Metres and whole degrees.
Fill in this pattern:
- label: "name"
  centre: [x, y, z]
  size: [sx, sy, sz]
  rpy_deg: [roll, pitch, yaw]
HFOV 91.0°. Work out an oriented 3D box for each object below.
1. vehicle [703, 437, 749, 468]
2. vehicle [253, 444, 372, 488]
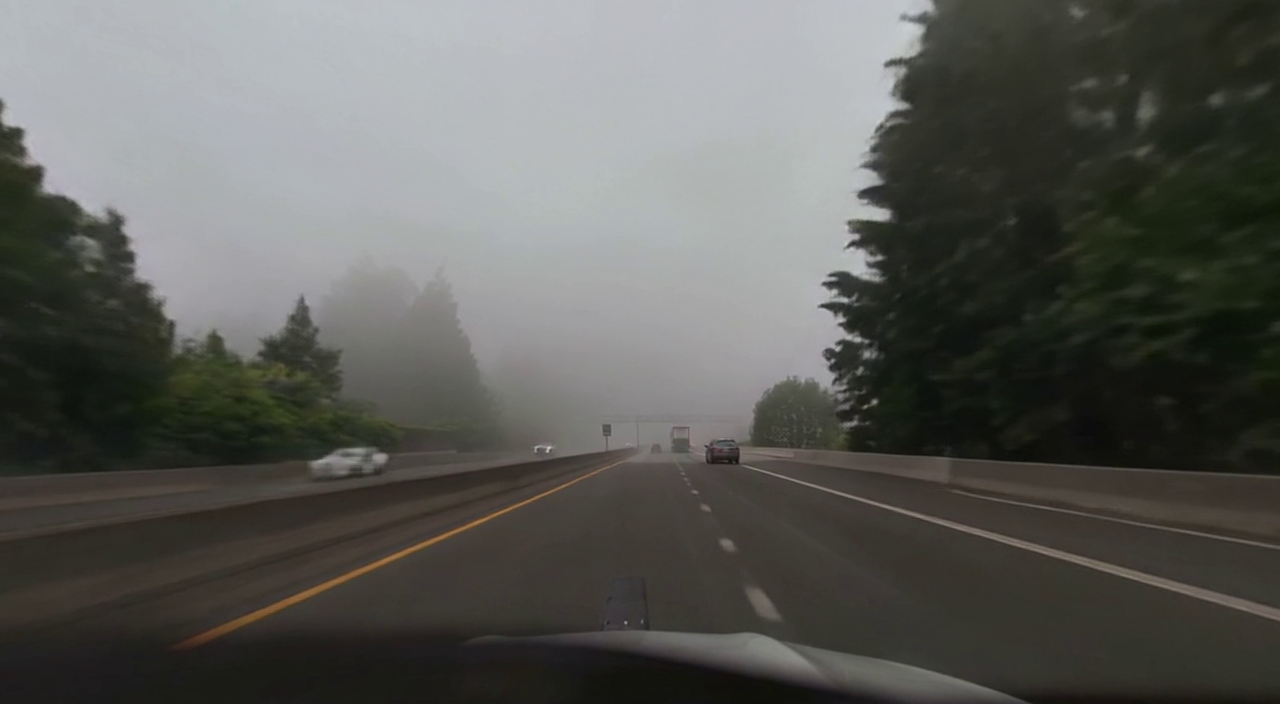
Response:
- label: "vehicle"
  centre: [4.613, 5.448, 34.357]
  size: [1.954, 1.550, 4.140]
  rpy_deg: [0, -8, 0]
- label: "vehicle"
  centre: [-11.953, 4.158, 23.352]
  size: [2.041, 1.469, 4.247]
  rpy_deg: [0, -8, 2]
